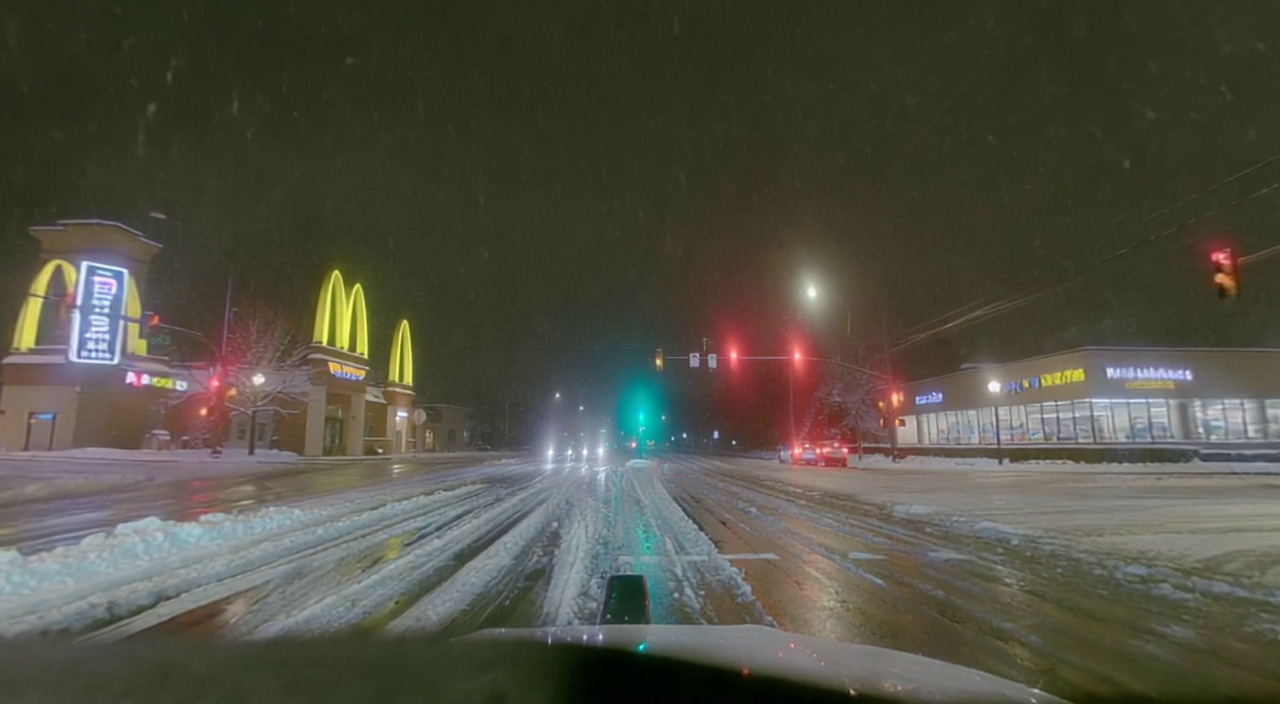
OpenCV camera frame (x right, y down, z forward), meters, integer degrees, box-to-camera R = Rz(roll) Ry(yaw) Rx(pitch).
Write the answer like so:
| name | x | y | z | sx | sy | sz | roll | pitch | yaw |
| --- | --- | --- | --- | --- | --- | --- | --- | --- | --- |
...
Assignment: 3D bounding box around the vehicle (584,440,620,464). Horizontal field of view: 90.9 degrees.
| name | x | y | z | sx | sy | sz | roll | pitch | yaw |
| --- | --- | --- | --- | --- | --- | --- | --- | --- | --- |
| vehicle | -2.509 | 6.661 | 42.184 | 2.104 | 1.468 | 4.195 | 0 | -8 | 1 |
